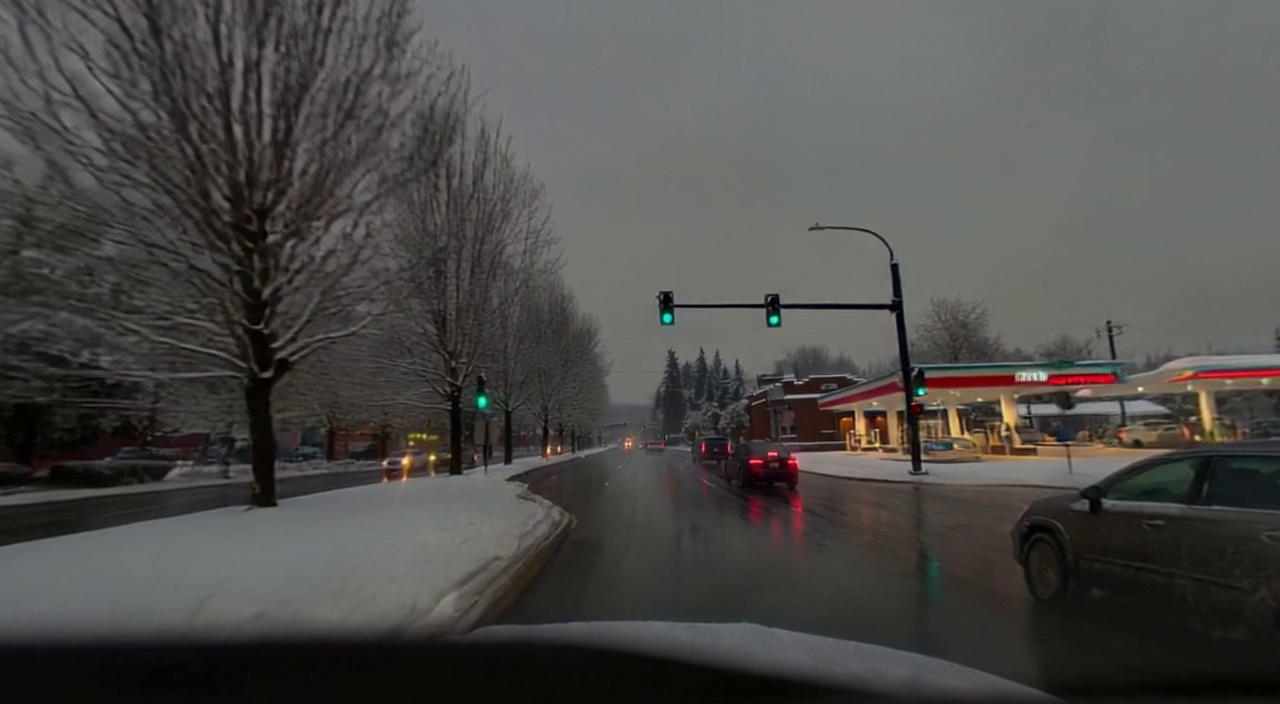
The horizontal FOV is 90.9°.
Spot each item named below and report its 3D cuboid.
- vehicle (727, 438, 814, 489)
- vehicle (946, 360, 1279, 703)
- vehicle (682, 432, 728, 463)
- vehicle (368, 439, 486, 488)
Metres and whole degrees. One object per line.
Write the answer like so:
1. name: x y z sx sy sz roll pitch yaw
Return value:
1. vehicle: 4.039 3.508 20.188 1.871 1.442 4.122 0 -8 0
2. vehicle: 3.810 0.965 3.436 1.875 1.665 4.931 0 -8 1
3. vehicle: 4.412 6.660 43.874 2.611 1.983 5.165 0 -8 -1
4. vehicle: -8.102 4.250 24.589 2.842 1.476 4.980 -3 -7 1
